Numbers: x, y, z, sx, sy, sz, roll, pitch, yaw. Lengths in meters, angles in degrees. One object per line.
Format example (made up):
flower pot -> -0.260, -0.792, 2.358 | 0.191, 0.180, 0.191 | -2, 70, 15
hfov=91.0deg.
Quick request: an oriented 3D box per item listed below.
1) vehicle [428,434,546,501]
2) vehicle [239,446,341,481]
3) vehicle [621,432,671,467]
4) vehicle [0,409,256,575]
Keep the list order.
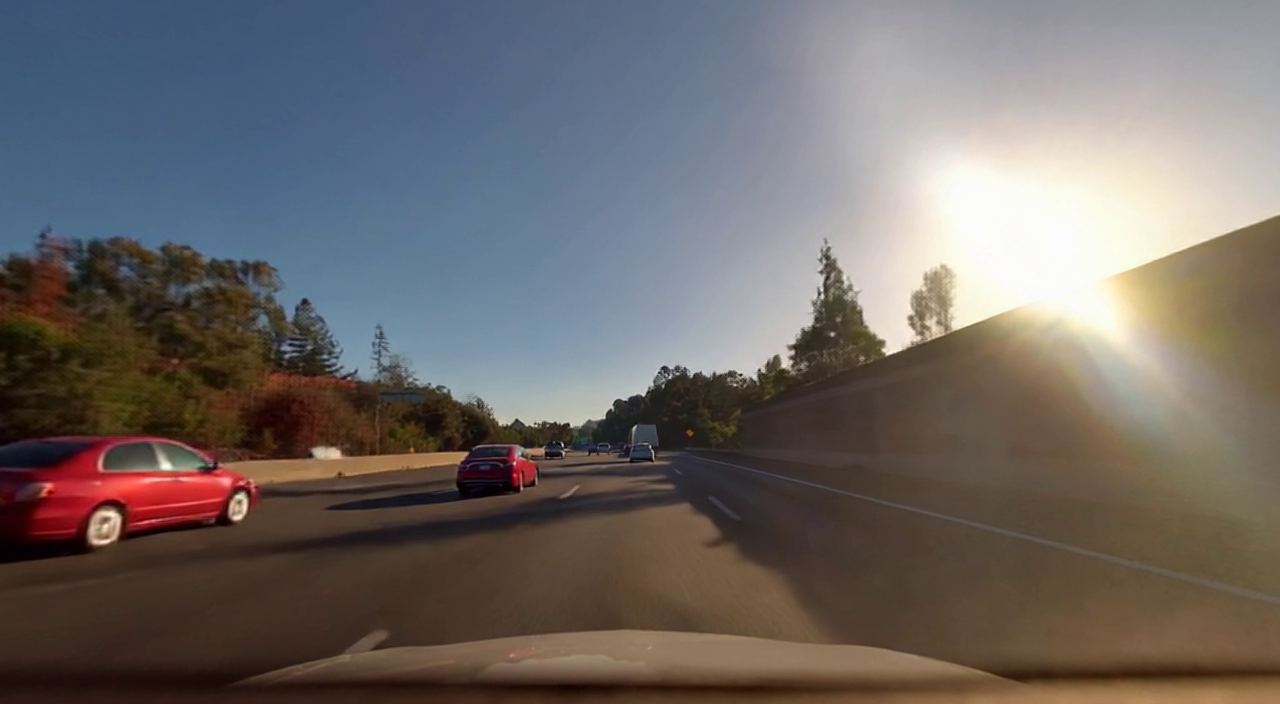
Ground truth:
vehicle -> -3.833, 2.970, 16.608 | 2.000, 1.512, 4.371 | 0, -8, 0
vehicle -> -17.111, 5.453, 31.149 | 2.105, 1.551, 5.065 | 0, -8, 1
vehicle -> 0.306, 5.876, 38.043 | 2.856, 1.994, 4.931 | 0, -8, -1
vehicle -> -7.648, 1.706, 8.307 | 2.189, 1.673, 4.699 | 0, -8, 0
